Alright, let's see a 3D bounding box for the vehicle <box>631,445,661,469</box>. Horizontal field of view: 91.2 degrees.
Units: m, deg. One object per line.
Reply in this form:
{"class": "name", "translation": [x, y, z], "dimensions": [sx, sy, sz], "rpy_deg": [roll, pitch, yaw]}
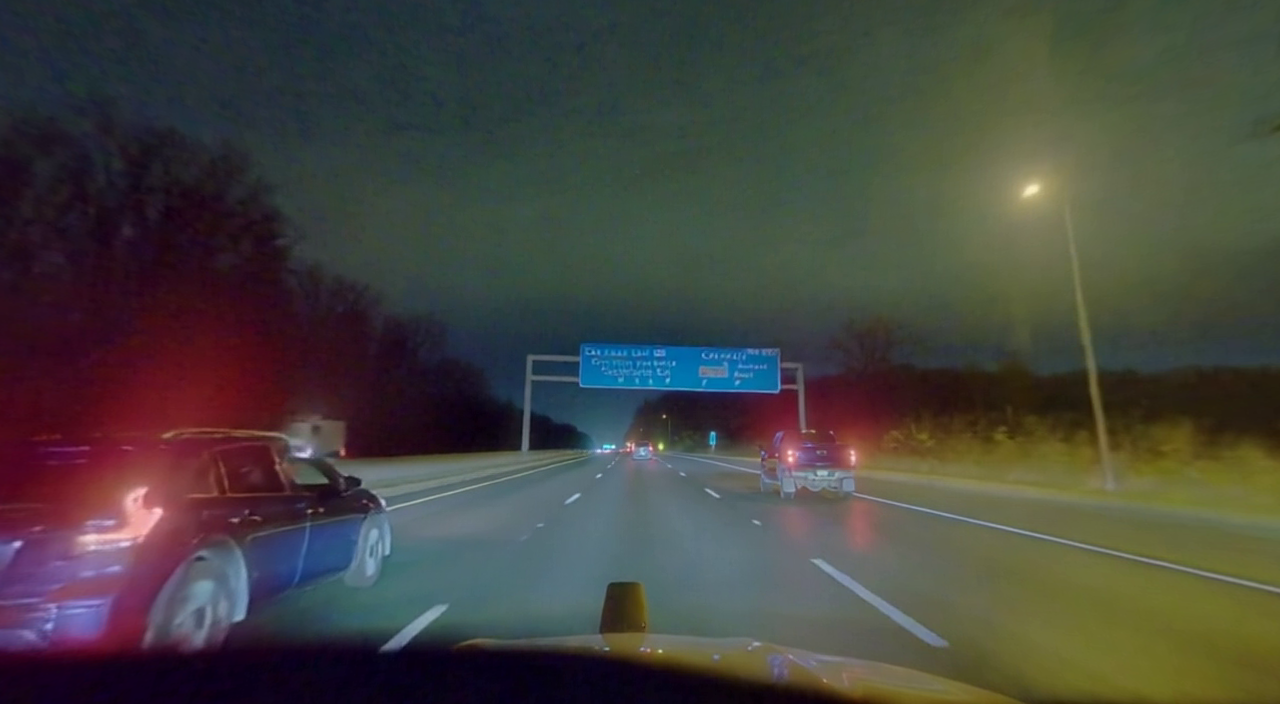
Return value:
{"class": "vehicle", "translation": [0.367, 6.795, 40.894], "dimensions": [1.859, 1.478, 3.799], "rpy_deg": [0, -9, 0]}

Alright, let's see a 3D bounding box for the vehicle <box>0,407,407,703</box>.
{"class": "vehicle", "translation": [-3.383, 1.218, 4.036], "dimensions": [2.012, 1.500, 4.452], "rpy_deg": [0, -9, 1]}
